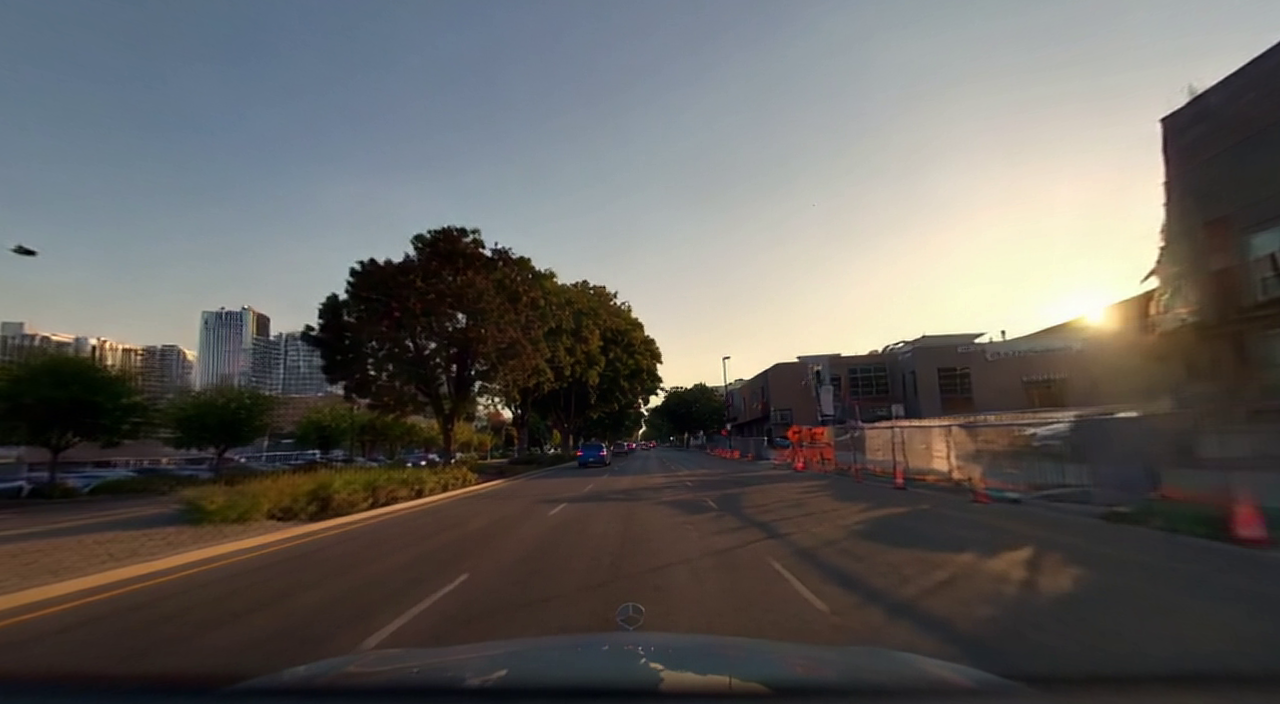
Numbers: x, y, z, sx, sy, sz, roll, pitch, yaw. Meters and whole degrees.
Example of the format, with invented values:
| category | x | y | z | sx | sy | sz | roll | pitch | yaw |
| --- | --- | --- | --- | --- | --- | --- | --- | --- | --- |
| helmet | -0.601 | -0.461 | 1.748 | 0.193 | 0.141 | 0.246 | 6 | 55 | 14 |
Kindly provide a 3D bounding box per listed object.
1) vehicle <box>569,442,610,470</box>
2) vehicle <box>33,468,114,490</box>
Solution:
| category | x | y | z | sx | sy | sz | roll | pitch | yaw |
| --- | --- | --- | --- | --- | --- | --- | --- | --- | --- |
| vehicle | -2.791 | 5.835 | 35.504 | 1.926 | 1.442 | 4.231 | 0 | -8 | 1 |
| vehicle | -42.166 | 9.437 | 46.932 | 4.408 | 1.475 | 1.792 | -1 | -9 | 4 |
